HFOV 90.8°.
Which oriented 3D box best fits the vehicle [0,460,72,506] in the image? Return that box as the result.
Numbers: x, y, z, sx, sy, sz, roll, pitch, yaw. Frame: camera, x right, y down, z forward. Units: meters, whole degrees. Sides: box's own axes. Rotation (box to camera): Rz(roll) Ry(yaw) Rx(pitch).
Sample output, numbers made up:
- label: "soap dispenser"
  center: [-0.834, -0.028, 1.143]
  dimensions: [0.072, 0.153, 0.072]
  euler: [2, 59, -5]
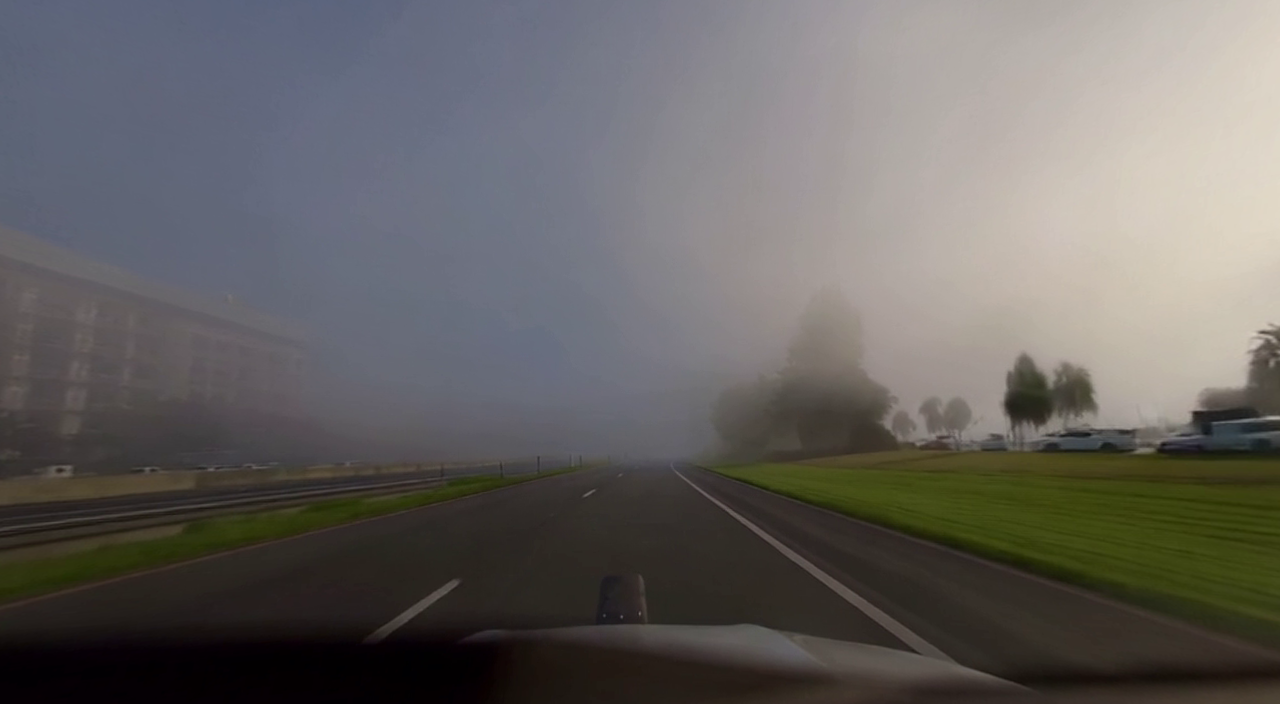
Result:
- label: "vehicle"
  center: [-38.422, 8.164, 39.218]
  dimensions: [4.249, 2.452, 2.227]
  euler: [-6, -12, 8]
